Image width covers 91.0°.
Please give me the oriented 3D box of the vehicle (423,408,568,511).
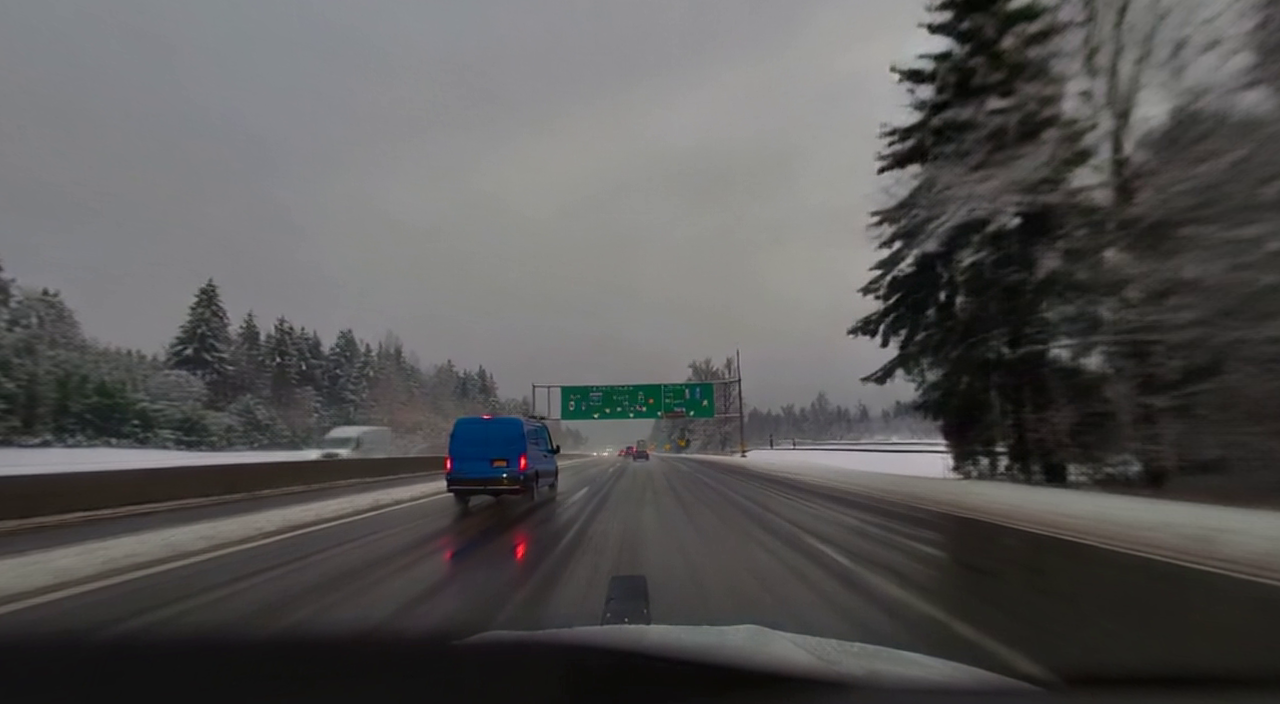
[{"bbox_3d":[-3.106,2.451,14.736,2.281,2.025,4.586,0,-8,0],"label":"vehicle"}]
